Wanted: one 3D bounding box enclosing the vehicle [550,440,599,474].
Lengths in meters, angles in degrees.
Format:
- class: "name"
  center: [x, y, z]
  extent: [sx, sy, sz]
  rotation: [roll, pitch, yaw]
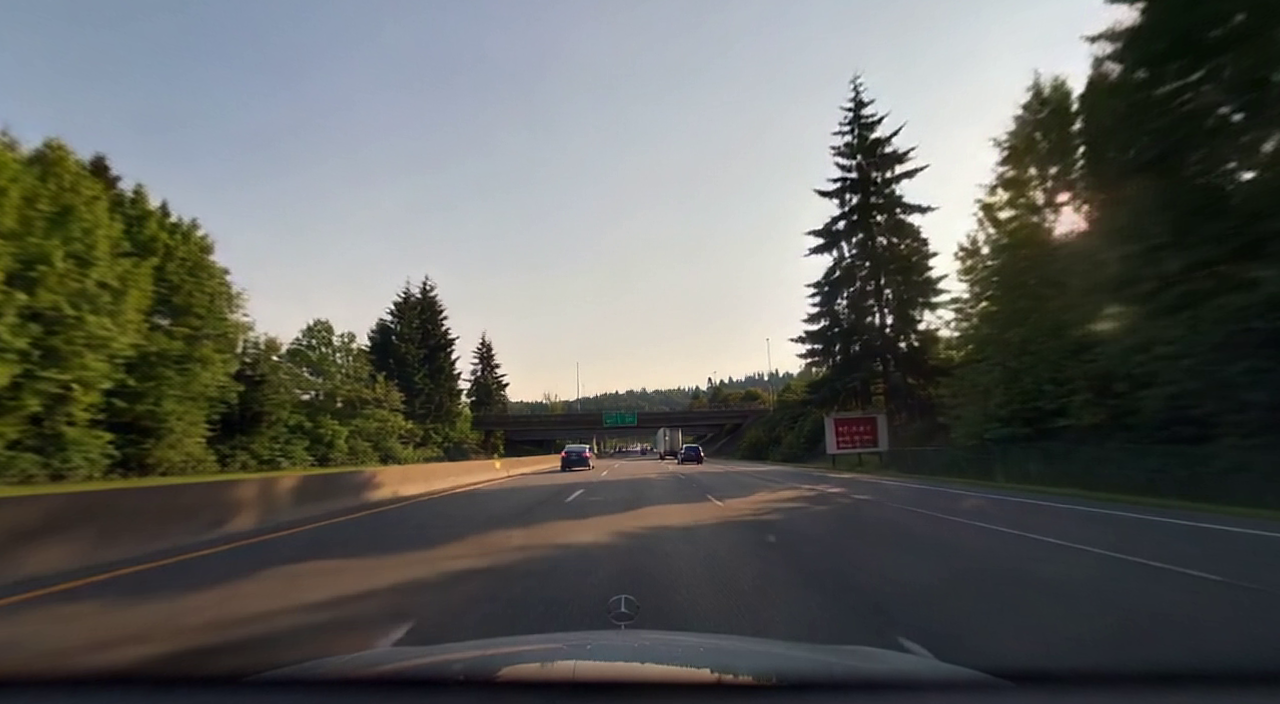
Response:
- class: "vehicle"
  center: [-3.554, 5.822, 35.168]
  extent: [2.238, 1.792, 4.518]
  rotation: [0, -9, 1]
